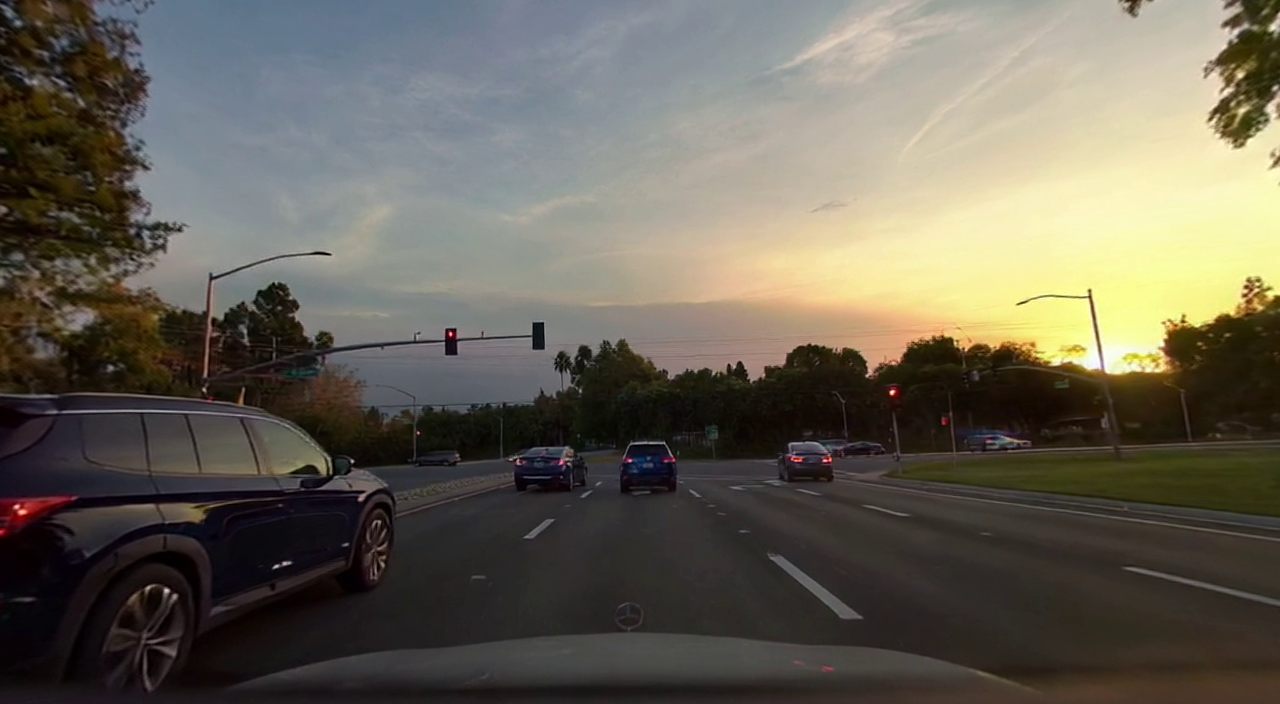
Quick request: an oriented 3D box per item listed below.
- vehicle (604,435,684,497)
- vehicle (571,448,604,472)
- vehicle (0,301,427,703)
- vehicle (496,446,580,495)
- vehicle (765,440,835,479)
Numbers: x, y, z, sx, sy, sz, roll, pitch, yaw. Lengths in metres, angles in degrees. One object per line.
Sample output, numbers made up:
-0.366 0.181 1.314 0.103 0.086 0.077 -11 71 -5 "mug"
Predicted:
0.115 3.587 20.253 2.298 1.770 4.138 0 -8 0 "vehicle"
-3.533 7.404 43.392 2.004 1.484 4.480 0 -8 -2 "vehicle"
-3.456 1.016 4.030 2.320 1.863 5.148 0 -8 1 "vehicle"
-3.432 4.072 22.280 2.061 1.504 5.142 0 -8 1 "vehicle"
7.951 5.370 31.842 2.166 1.761 4.692 0 -8 -1 "vehicle"
